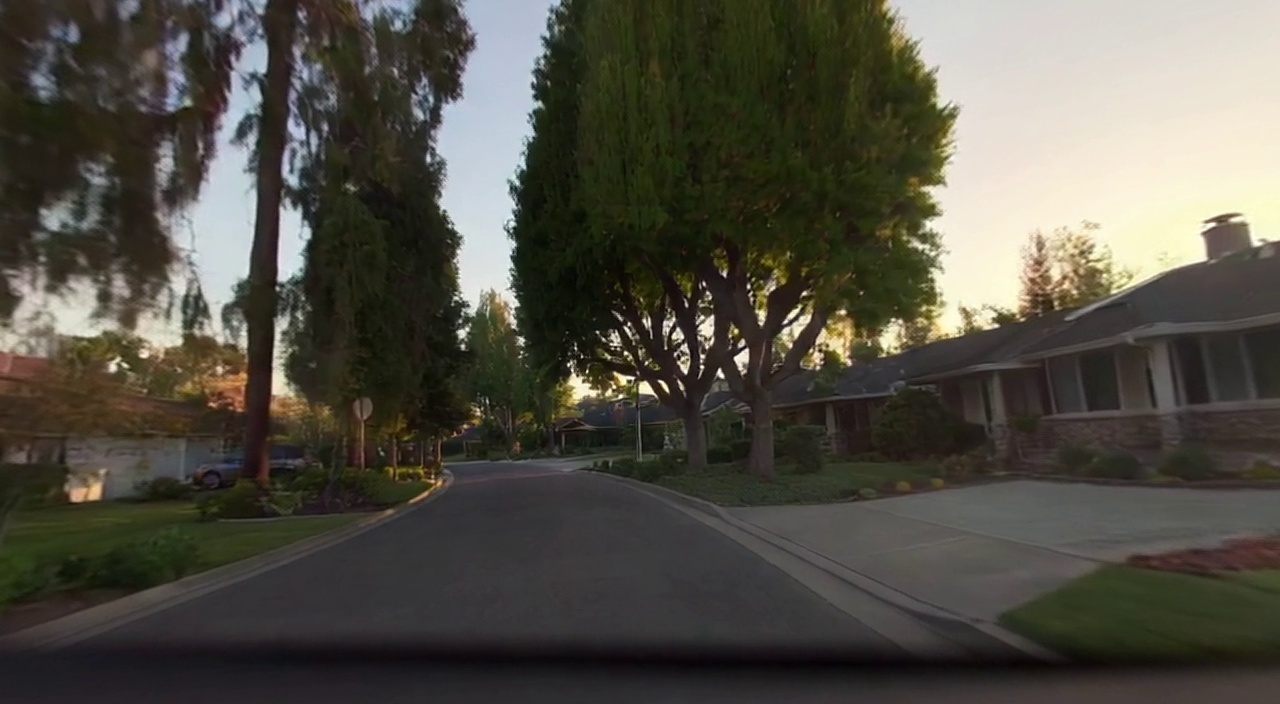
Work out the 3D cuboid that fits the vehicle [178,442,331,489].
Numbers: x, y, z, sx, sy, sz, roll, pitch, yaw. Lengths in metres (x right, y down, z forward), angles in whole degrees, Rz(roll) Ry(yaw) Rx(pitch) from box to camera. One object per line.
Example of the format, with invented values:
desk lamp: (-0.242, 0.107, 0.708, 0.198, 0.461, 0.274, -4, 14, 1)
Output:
vehicle: (-14.438, 4.248, 23.853, 4.471, 1.638, 1.877, 1, -8, -8)
